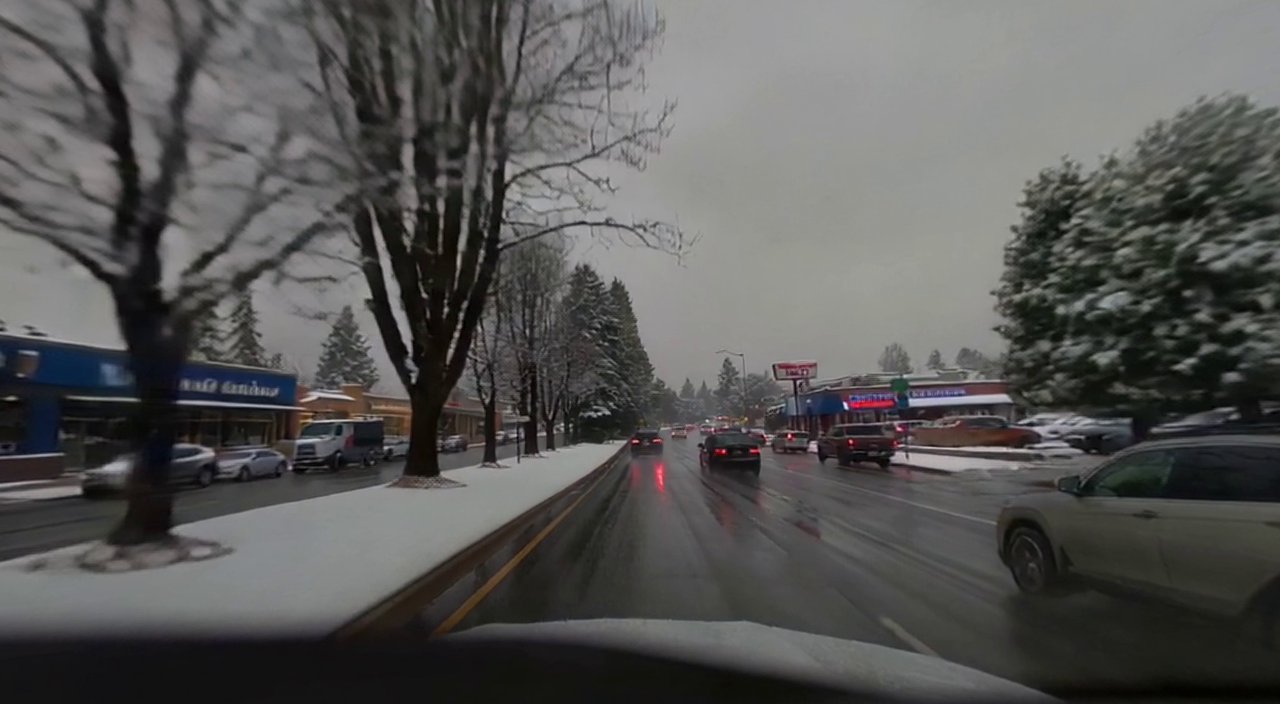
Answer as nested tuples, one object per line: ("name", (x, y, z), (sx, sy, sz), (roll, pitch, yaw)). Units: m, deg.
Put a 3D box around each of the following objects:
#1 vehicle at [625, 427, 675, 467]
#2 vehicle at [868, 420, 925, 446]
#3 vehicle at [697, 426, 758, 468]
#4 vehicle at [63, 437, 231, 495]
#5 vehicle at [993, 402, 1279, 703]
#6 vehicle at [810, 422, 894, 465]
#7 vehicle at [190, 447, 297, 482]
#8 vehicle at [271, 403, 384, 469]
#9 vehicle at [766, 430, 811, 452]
("vehicle", (0.444, 4.245, 28.121), (2.098, 1.682, 3.778), (0, -8, 1))
("vehicle", (18.699, 5.973, 46.009), (1.981, 1.815, 4.953), (0, -8, -2))
("vehicle", (3.782, 4.205, 27.907), (2.115, 1.692, 4.189), (0, -8, 0))
("vehicle", (-18.821, 4.342, 24.431), (2.286, 1.968, 5.350), (0, -8, -2))
("vehicle", (3.756, 0.945, 2.652), (1.908, 1.463, 4.506), (0, -8, 0))
("vehicle", (10.507, 4.622, 31.651), (2.318, 1.974, 5.282), (0, -8, 0))
("vehicle", (-18.832, 5.325, 30.156), (1.883, 1.488, 5.224), (0, -8, -2))
("vehicle", (-18.599, 5.120, 38.025), (2.811, 3.604, 7.566), (0, -8, 1))
("vehicle", (10.882, 6.589, 46.391), (2.110, 1.535, 4.506), (0, -8, -2))
